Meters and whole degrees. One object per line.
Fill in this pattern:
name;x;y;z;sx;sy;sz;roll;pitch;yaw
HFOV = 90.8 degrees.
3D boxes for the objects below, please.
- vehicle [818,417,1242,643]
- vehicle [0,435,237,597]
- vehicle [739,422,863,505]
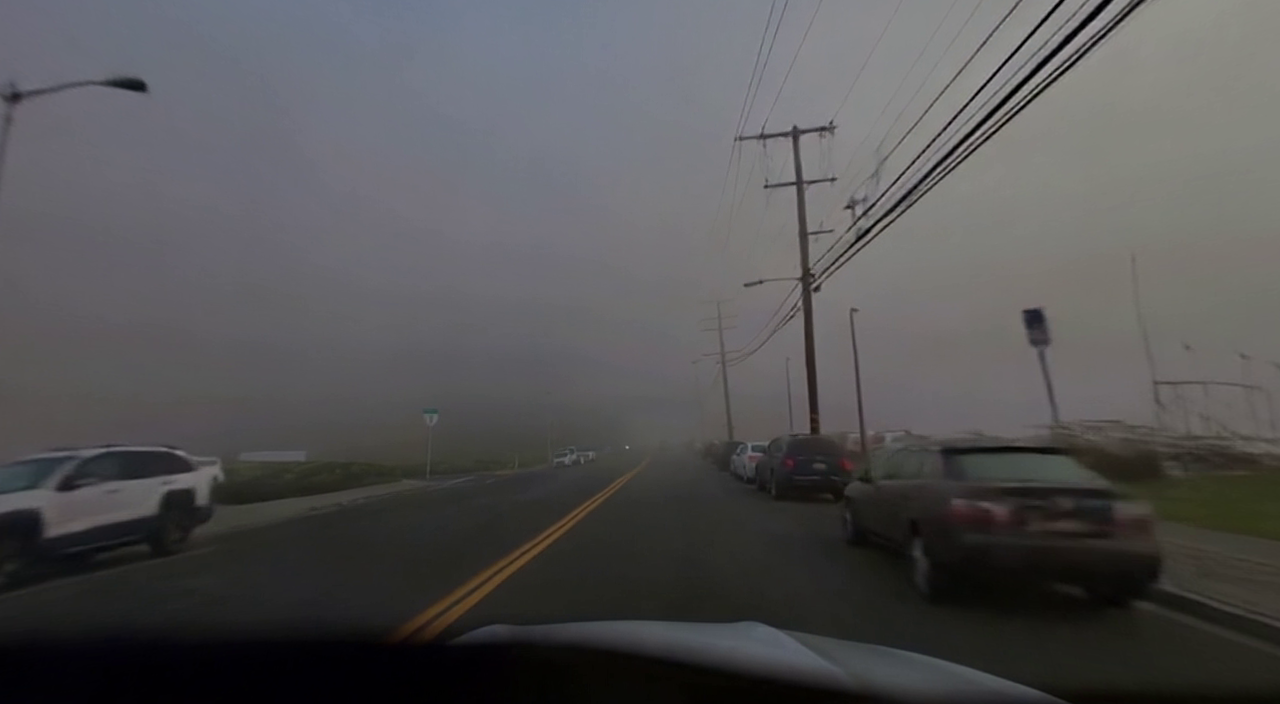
vehicle;3.333;1.544;6.812;2.261;1.503;4.695;-2;-8;10
vehicle;-8.195;2.174;8.924;1.972;1.818;4.334;-2;-9;3
vehicle;3.994;2.856;16.611;1.952;1.849;4.837;0;-8;0
